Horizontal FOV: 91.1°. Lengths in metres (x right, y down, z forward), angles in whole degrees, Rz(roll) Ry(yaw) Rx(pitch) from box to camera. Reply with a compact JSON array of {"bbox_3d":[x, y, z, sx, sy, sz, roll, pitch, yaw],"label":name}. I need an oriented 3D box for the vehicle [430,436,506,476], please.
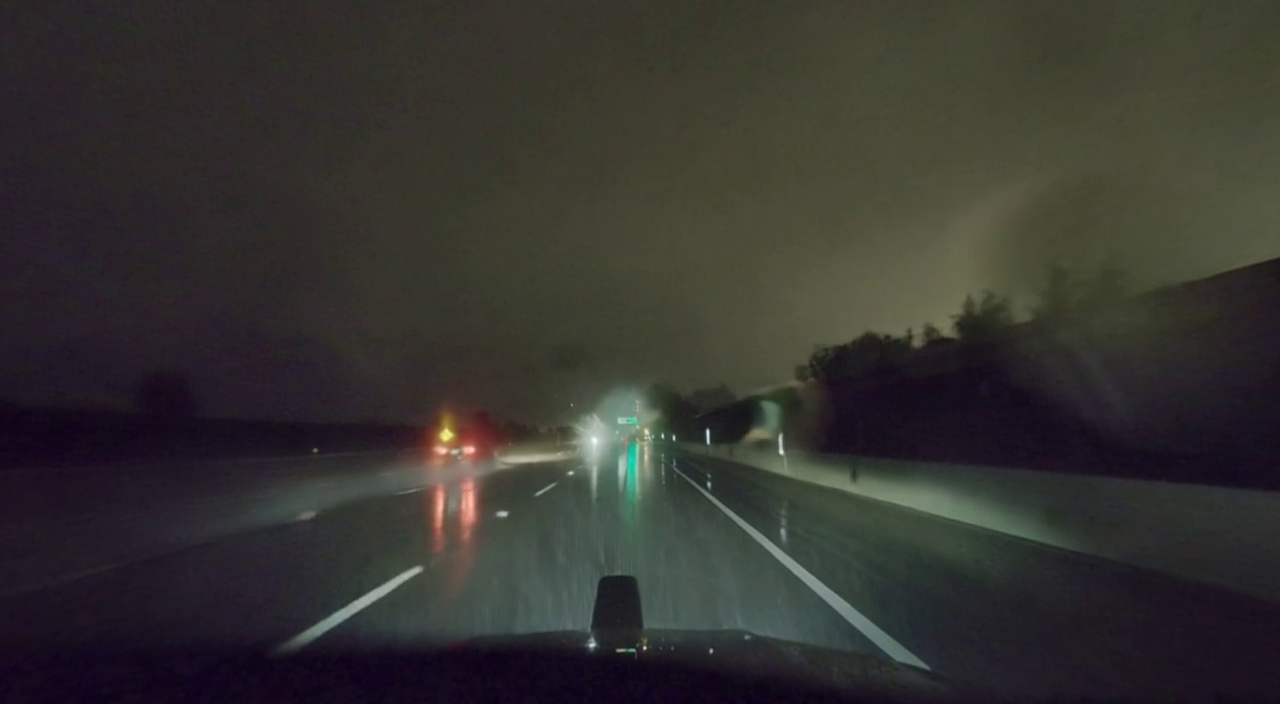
[{"bbox_3d":[-6.981,4.228,26.010,1.989,1.473,4.345,0,-8,-1],"label":"vehicle"}]
